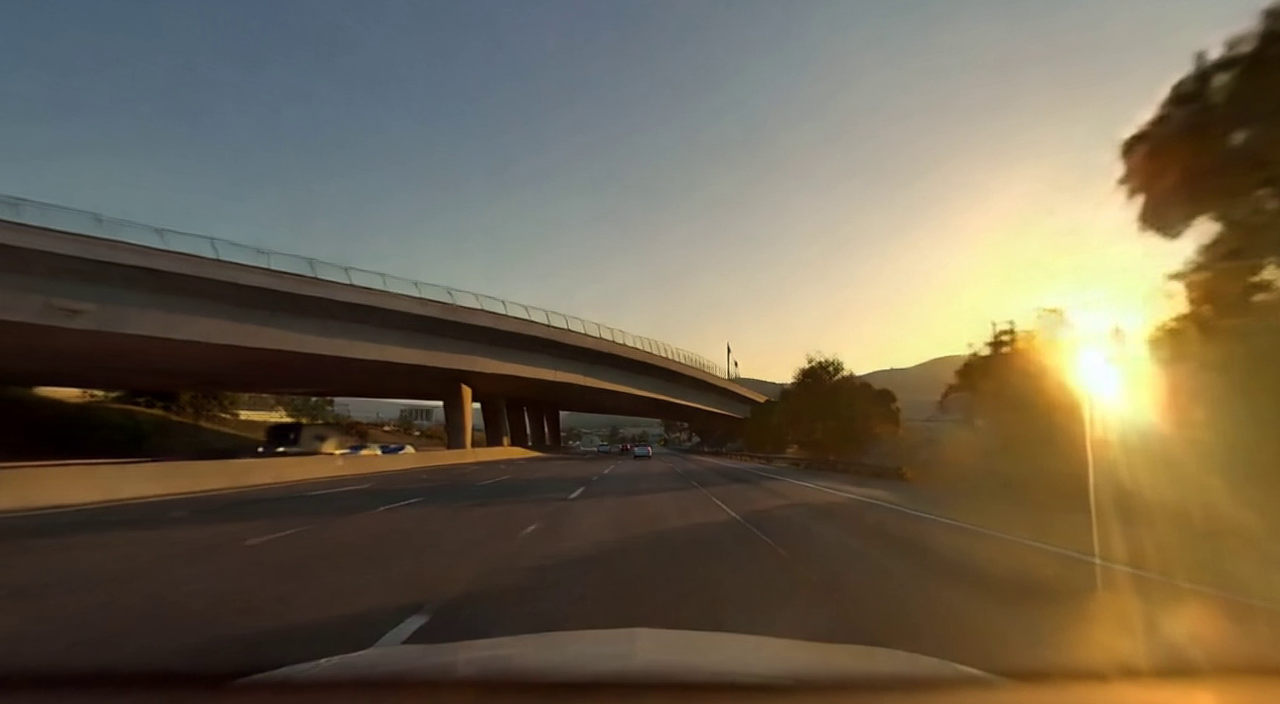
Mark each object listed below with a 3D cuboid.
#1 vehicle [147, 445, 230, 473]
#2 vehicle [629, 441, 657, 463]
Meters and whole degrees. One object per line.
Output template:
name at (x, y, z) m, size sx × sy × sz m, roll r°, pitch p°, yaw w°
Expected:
vehicle at (-27.951, 6.608, 39.296) m, size 1.863 × 1.602 × 4.456 m, roll 0°, pitch -8°, yaw 0°
vehicle at (0.231, 7.575, 48.000) m, size 2.021 × 1.528 × 4.154 m, roll 0°, pitch -8°, yaw 0°
